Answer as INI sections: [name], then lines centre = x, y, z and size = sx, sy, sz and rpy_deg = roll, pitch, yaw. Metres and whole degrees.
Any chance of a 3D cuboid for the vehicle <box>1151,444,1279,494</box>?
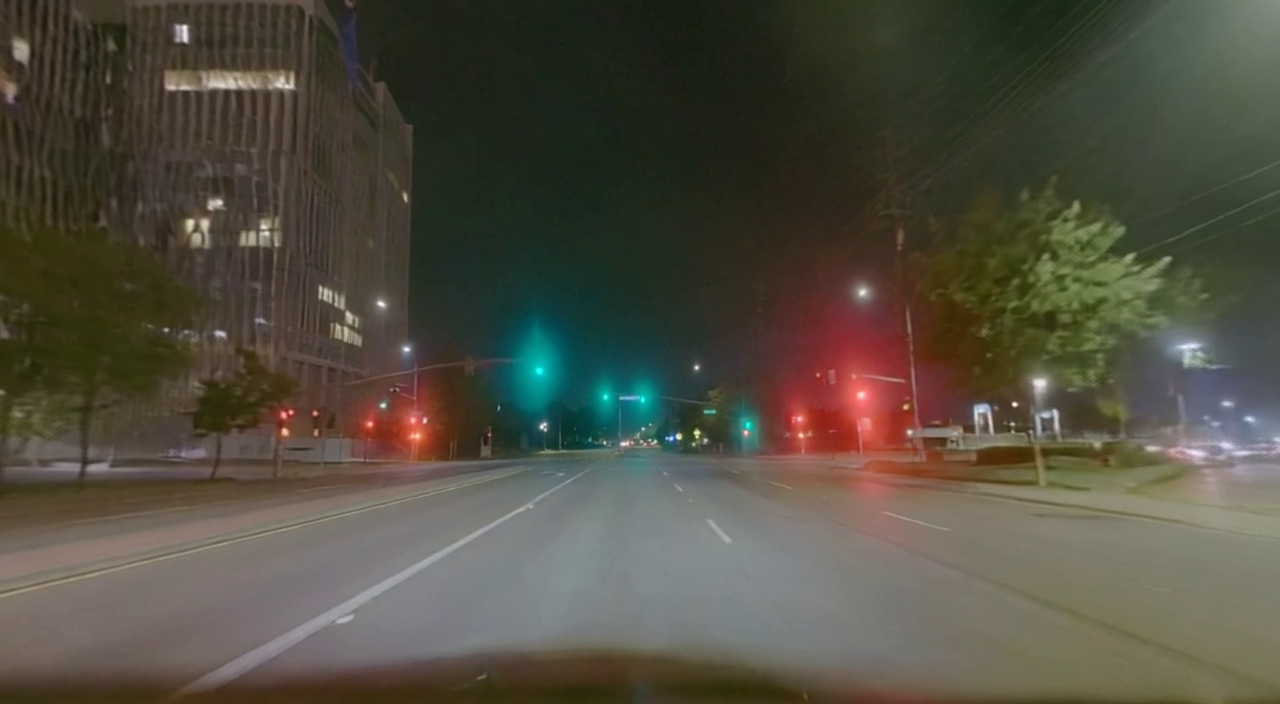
[vehicle]
centre = 19.359, 3.711, 20.220
size = 1.828, 1.483, 4.376
rpy_deg = 8, -12, -44
